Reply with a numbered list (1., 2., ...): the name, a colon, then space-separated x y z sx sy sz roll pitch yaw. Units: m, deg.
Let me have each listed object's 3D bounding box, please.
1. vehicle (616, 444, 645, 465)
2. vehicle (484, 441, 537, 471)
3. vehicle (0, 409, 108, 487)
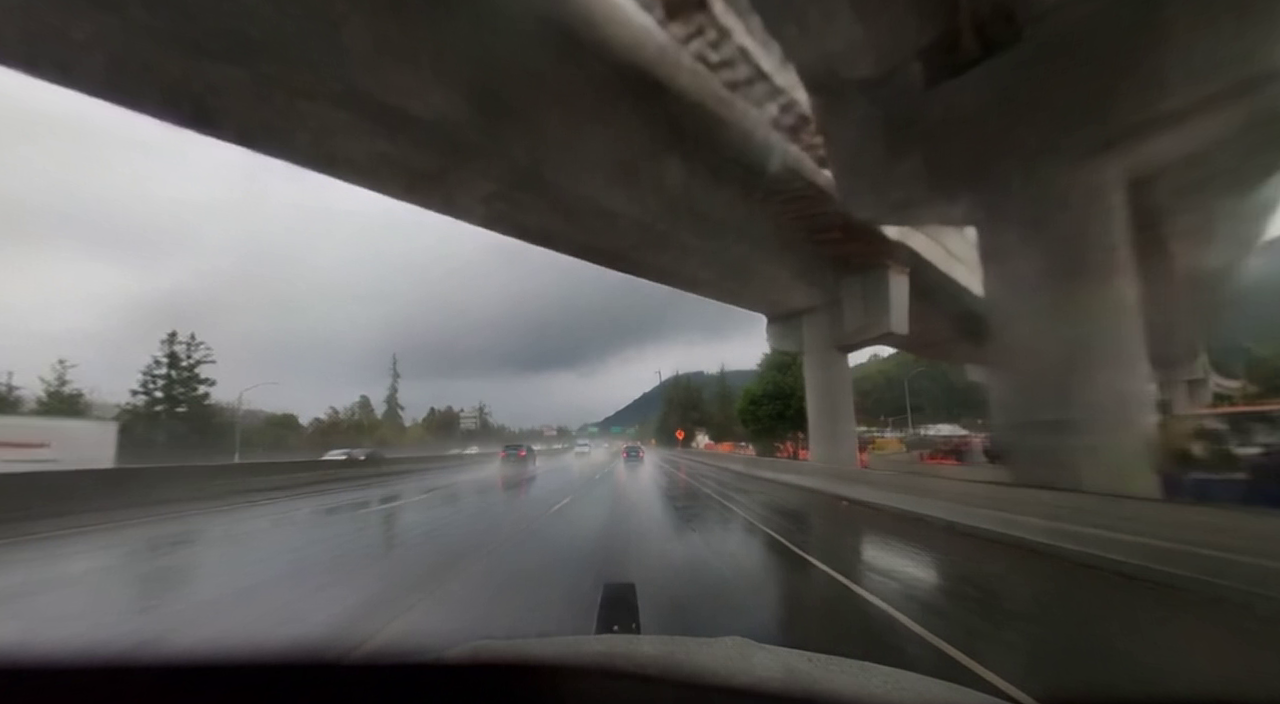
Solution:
1. vehicle: -0.673 7.465 46.126 2.051 1.459 4.092 0 -8 -1
2. vehicle: -7.292 5.908 36.040 2.128 1.604 4.279 0 -8 0
3. vehicle: -28.853 3.922 25.860 2.805 3.309 13.063 0 -8 0
